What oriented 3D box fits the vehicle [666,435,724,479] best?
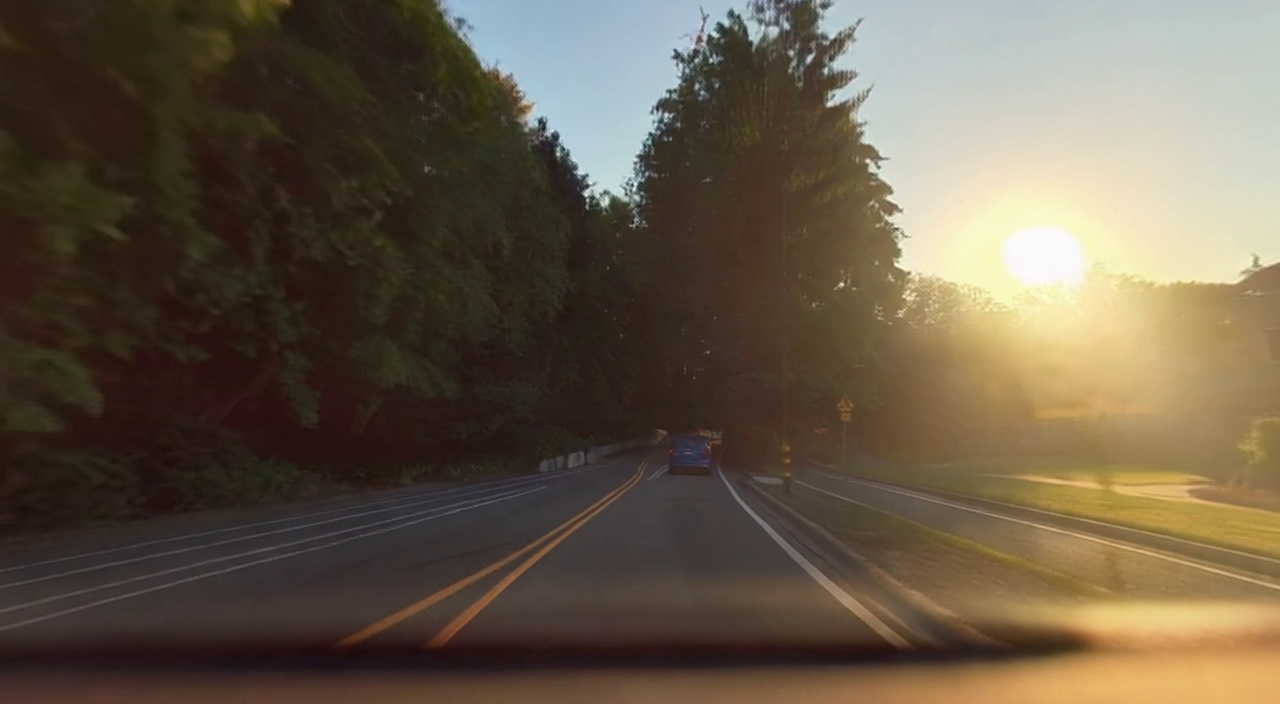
[{"bbox_3d":[2.422,4.446,26.952,2.216,1.708,4.110,-1,-9,8],"label":"vehicle"}]
